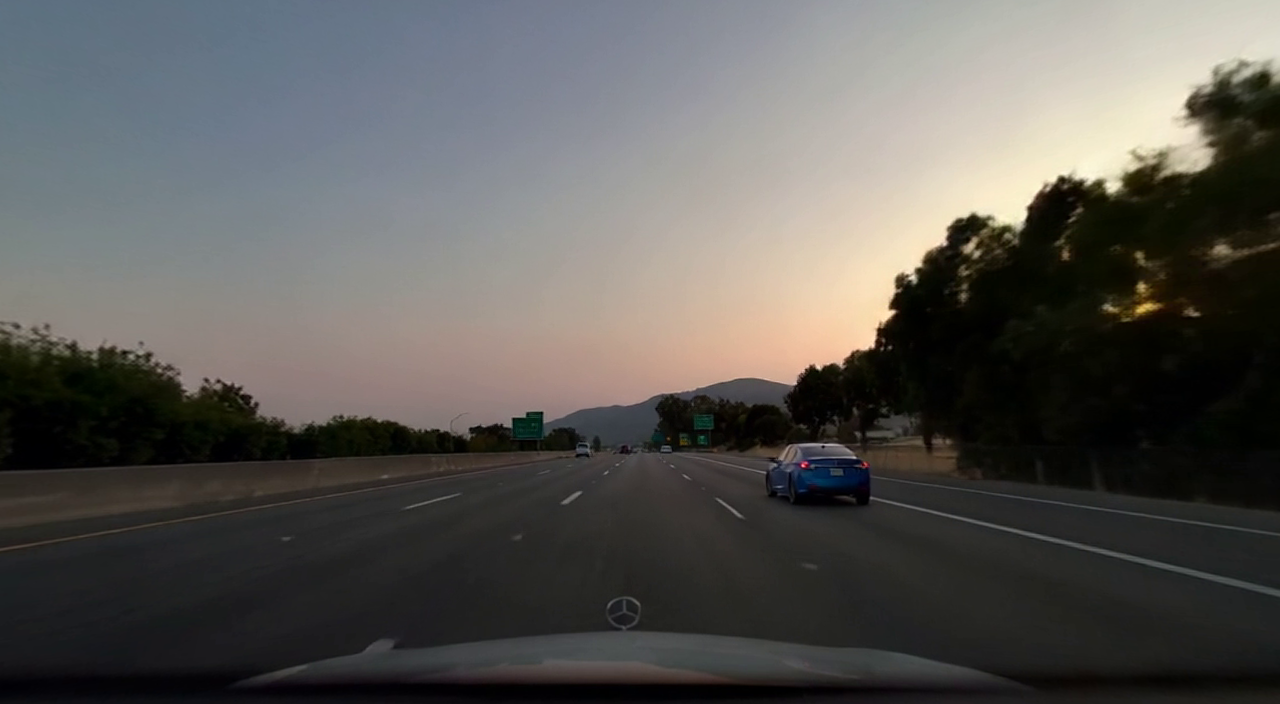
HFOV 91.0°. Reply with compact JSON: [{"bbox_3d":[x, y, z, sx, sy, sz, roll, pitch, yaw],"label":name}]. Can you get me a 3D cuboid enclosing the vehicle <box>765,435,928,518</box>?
[{"bbox_3d":[4.218,2.619,13.761,2.033,1.501,4.398,0,-9,-1],"label":"vehicle"}]
